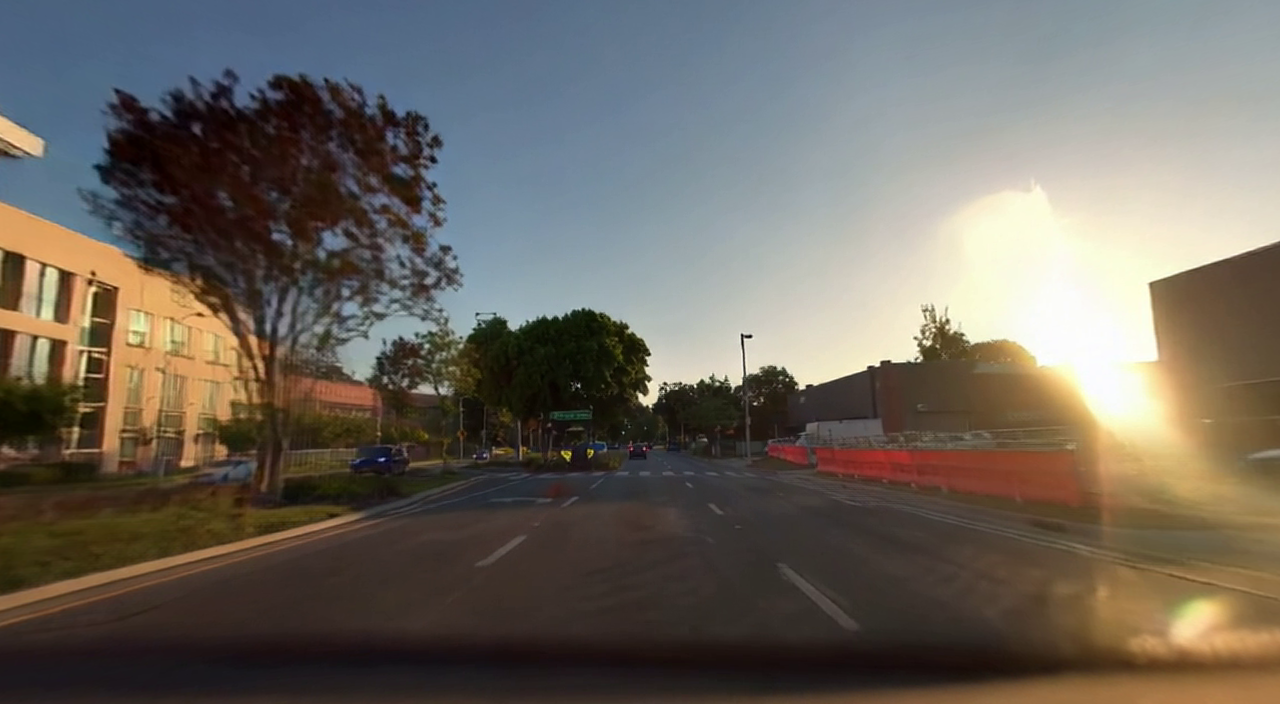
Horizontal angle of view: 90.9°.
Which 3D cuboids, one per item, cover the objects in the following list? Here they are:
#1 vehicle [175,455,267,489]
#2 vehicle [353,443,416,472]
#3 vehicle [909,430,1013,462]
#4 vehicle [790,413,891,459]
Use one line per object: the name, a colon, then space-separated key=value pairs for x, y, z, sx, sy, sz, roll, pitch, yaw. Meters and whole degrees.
vehicle: x=-23.432 y=6.686 z=35.482 sx=1.957 sy=1.672 sz=4.743 roll=0 pitch=-8 yaw=-1
vehicle: x=-15.757 y=6.509 z=39.171 sx=2.015 sy=1.607 sz=5.241 roll=0 pitch=-8 yaw=-4
vehicle: x=17.086 y=5.024 z=33.749 sx=4.450 sy=1.643 sz=1.996 roll=0 pitch=-8 yaw=-1
vehicle: x=15.702 y=6.651 z=49.797 sx=6.641 sy=3.391 sz=3.387 roll=-1 pitch=-9 yaw=-5
